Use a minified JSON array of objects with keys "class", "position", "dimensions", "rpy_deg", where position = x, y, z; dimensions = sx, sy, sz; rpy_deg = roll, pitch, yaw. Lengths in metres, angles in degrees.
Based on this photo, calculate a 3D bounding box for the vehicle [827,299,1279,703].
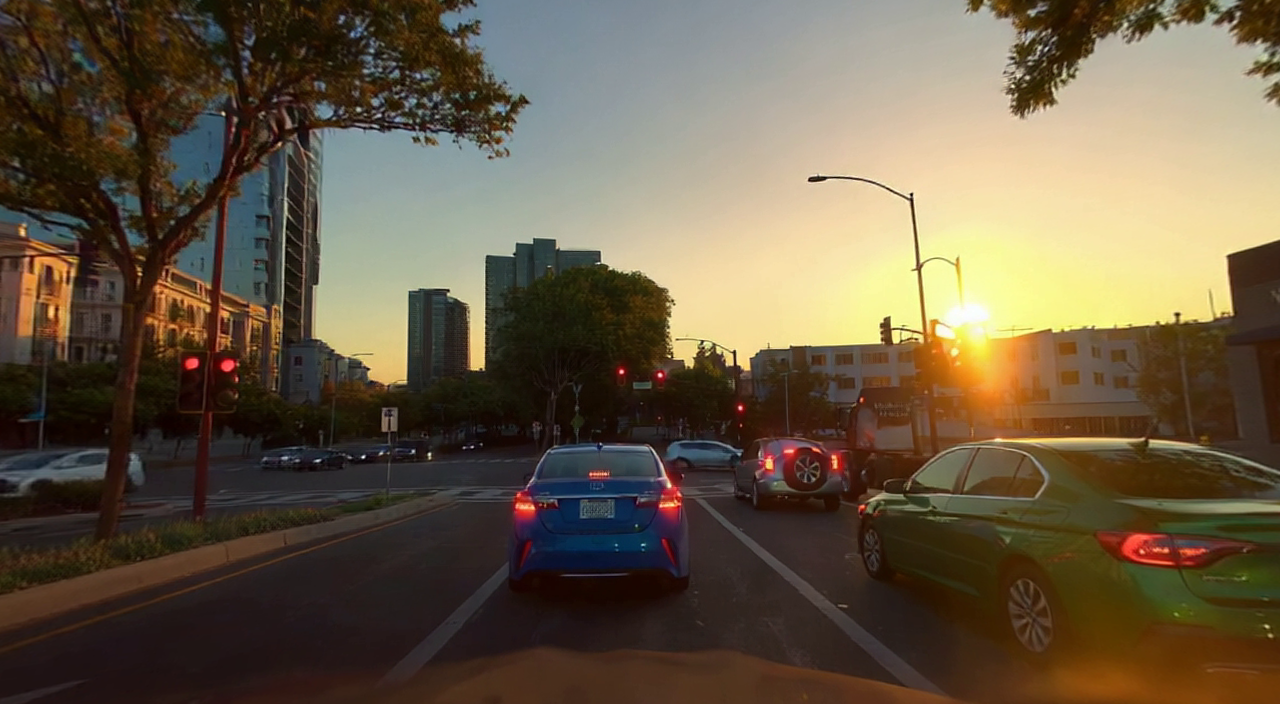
[{"class":"vehicle","position":[3.573,1.106,5.054],"dimensions":[2.572,1.945,5.065],"rpy_deg":[0,-8,0]}]

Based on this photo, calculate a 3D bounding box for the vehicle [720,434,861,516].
[{"class":"vehicle","position":[3.151,2.674,14.314],"dimensions":[2.026,1.549,4.559],"rpy_deg":[0,-8,-1]}]

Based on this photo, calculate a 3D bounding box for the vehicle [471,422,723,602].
[{"class":"vehicle","position":[-0.391,1.652,7.390],"dimensions":[2.143,1.520,3.848],"rpy_deg":[0,-8,-1]}]

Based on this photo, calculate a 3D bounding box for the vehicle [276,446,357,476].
[{"class":"vehicle","position":[-18.109,6.112,35.663],"dimensions":[2.130,1.550,4.618],"rpy_deg":[0,-8,1]}]

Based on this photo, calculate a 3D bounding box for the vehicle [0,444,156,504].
[{"class":"vehicle","position":[-18.094,3.774,20.074],"dimensions":[1.976,1.667,4.274],"rpy_deg":[0,-8,1]}]
